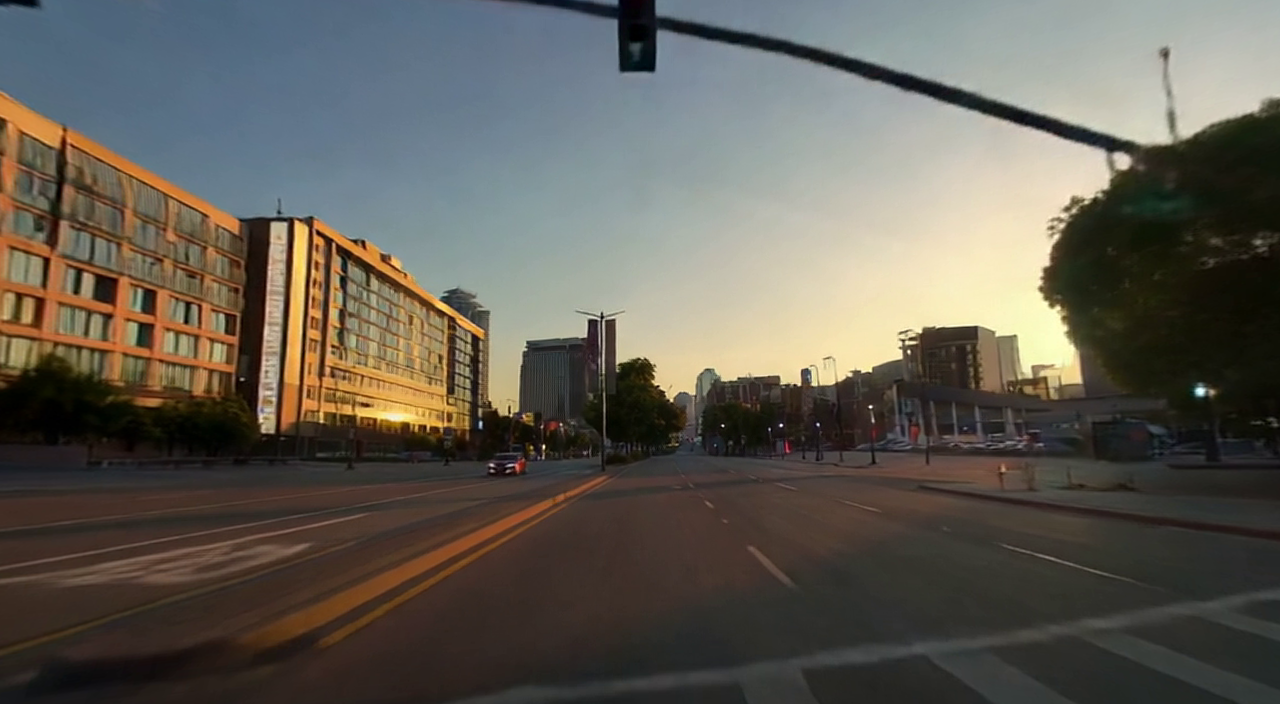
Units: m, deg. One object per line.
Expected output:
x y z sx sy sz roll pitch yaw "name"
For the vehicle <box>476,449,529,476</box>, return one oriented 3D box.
-7.870 6.329 36.327 1.866 1.463 4.378 0 -9 3 "vehicle"
